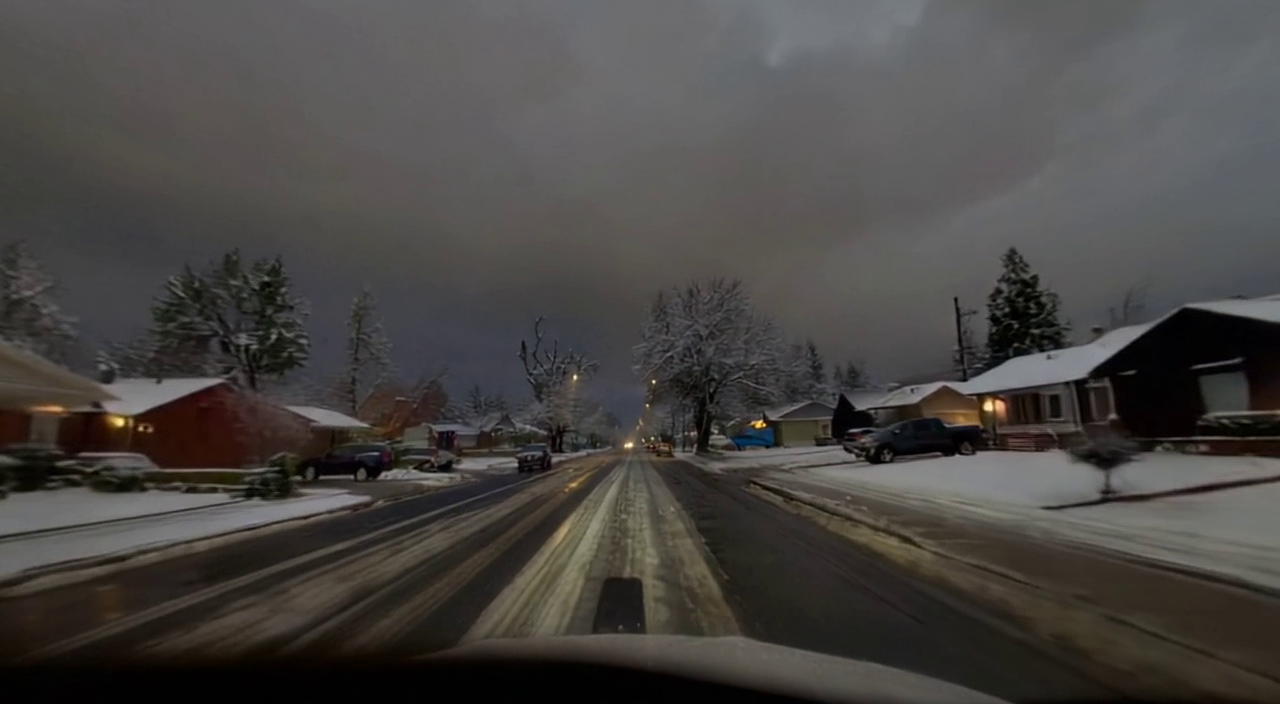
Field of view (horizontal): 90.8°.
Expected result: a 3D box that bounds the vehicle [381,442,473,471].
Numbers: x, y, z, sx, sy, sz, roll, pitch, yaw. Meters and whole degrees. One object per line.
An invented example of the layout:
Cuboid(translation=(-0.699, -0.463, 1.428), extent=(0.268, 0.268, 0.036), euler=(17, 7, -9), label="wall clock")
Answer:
Cuboid(translation=(-14.119, 6.933, 42.124), extent=(5.286, 1.847, 2.166), euler=(0, -8, 1), label="vehicle")

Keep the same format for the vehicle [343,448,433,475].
Cuboid(translation=(-14.367, 6.243, 36.200), extent=(4.285, 1.483, 1.954), euler=(0, -9, 0), label="vehicle")

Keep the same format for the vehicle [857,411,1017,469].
Cuboid(translation=(10.569, 3.179, 22.818), extent=(4.582, 1.680, 2.223), euler=(-4, -9, 3), label="vehicle")

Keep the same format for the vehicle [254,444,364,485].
Cuboid(translation=(-14.035, 4.776, 27.089), extent=(1.982, 1.596, 3.988), euler=(-2, -9, 12), label="vehicle")
